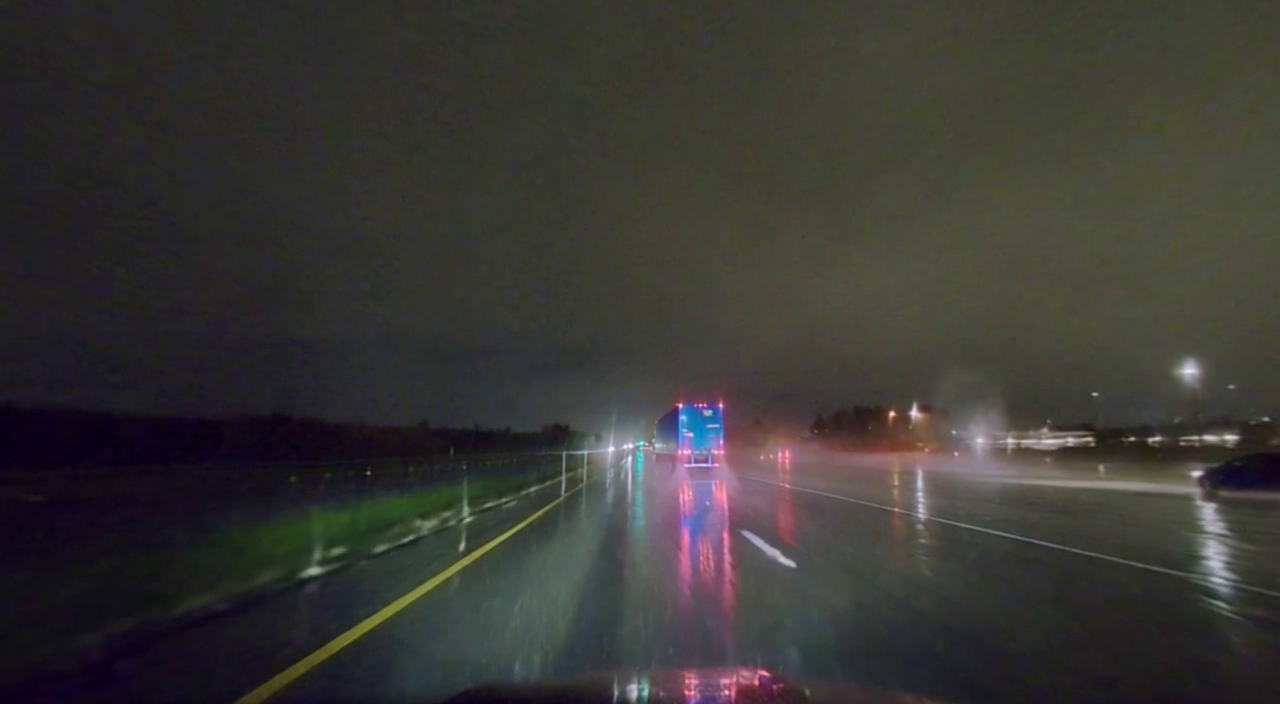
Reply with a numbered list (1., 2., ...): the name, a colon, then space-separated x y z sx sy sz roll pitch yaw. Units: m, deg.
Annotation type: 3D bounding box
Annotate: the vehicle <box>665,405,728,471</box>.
1. vehicle: 3.709 6.251 45.049 3.175 4.103 11.612 0 -9 -1
